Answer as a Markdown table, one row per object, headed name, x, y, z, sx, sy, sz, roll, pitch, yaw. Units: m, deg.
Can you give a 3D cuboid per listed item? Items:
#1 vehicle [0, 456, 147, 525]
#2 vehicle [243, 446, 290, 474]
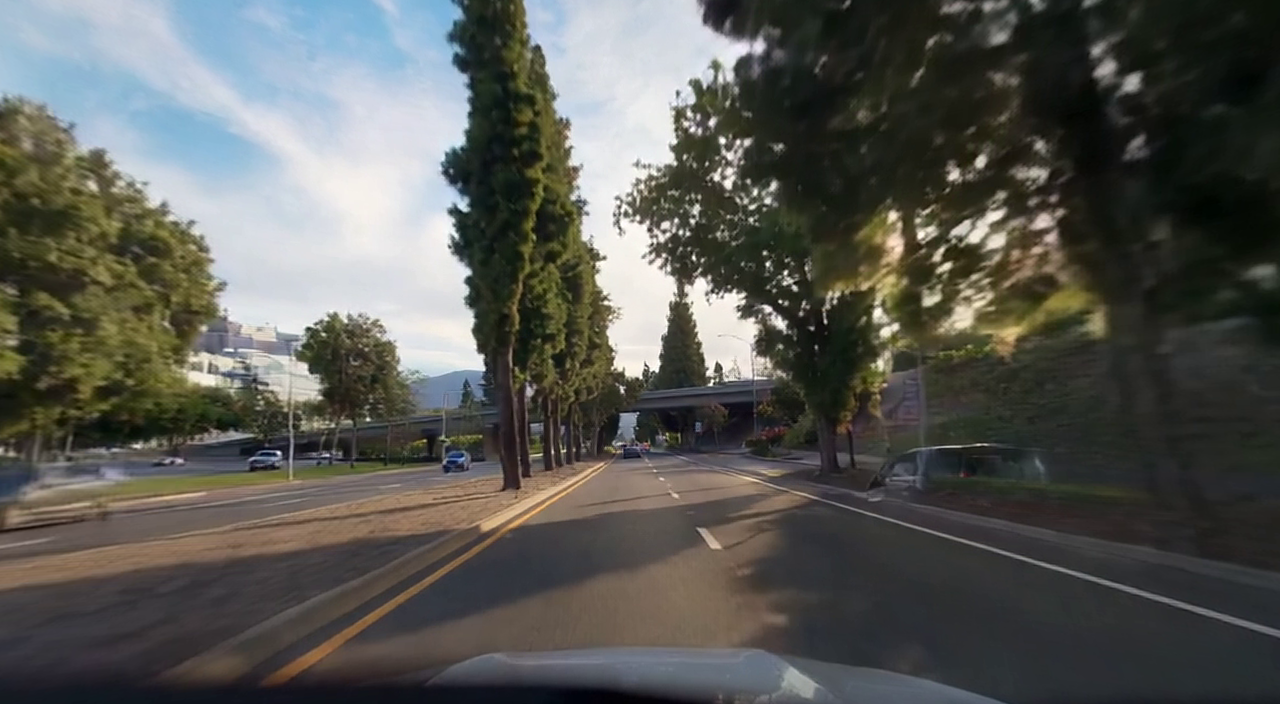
| name | x | y | z | sx | sy | sz | roll | pitch | yaw |
| --- | --- | --- | --- | --- | --- | --- | --- | --- | --- |
| vehicle | -16.699 | 3.768 | 17.756 | 1.861 | 1.618 | 4.731 | 0 | -9 | -1 |
| vehicle | -28.978 | 8.342 | 49.199 | 2.199 | 1.959 | 5.771 | 3 | -9 | -22 |
